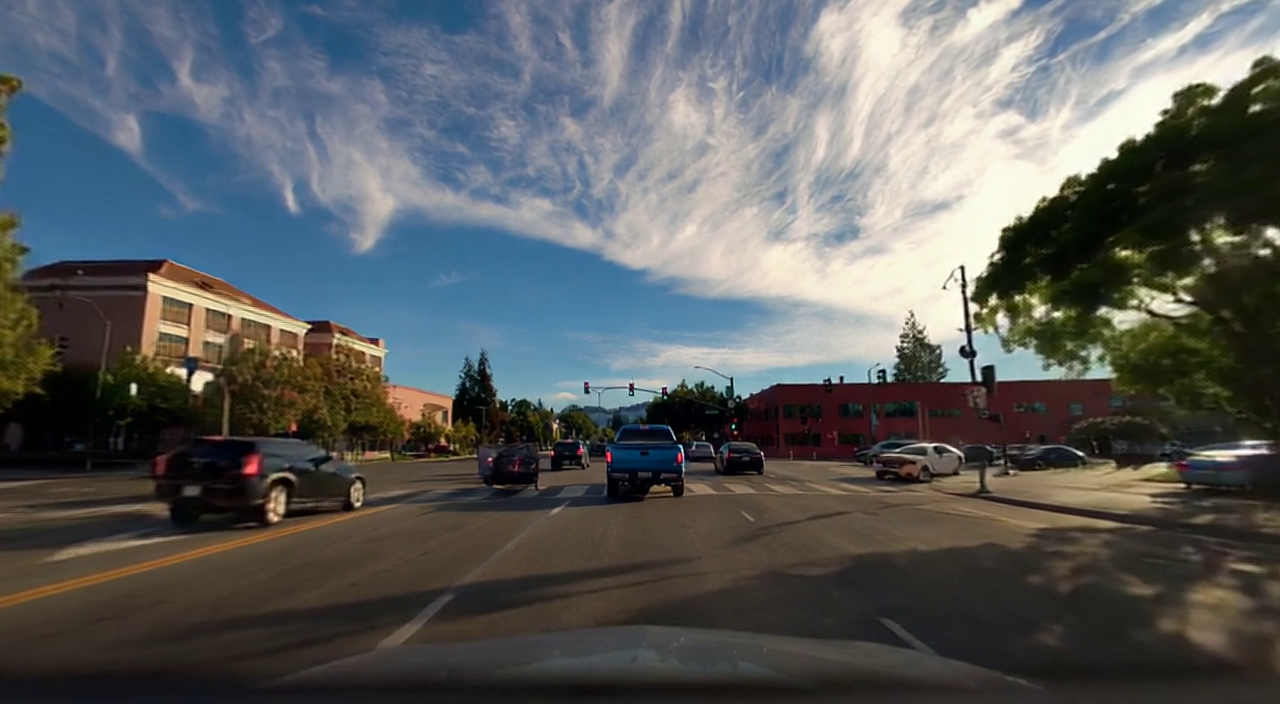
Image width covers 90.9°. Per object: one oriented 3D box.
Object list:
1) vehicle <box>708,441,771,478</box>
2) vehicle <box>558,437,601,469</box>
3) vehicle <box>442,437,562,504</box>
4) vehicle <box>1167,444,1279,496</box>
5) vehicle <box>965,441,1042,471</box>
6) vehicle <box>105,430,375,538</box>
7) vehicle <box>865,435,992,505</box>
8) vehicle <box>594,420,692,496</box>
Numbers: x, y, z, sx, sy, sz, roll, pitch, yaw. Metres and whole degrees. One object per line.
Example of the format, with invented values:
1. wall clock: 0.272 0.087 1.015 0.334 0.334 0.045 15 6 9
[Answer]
1. vehicle: 4.256 4.651 27.616 1.968 1.472 4.456 0 -8 -1
2. vehicle: -3.445 5.820 36.588 2.018 1.700 4.142 0 -8 0
3. vehicle: -3.344 2.954 16.237 1.986 1.465 4.509 0 -8 1
4. vehicle: 20.528 3.798 20.504 4.653 1.591 2.137 -1 -8 4
5. vehicle: 25.417 7.226 43.971 5.227 1.935 2.289 5 -10 -31
6. vehicle: -6.721 2.228 11.341 1.907 1.541 4.364 0 -8 1
7. vehicle: 8.950 3.655 20.052 2.126 1.820 4.521 3 -8 3
8. vehicle: 0.094 3.072 18.640 2.493 1.934 4.957 0 -8 0
